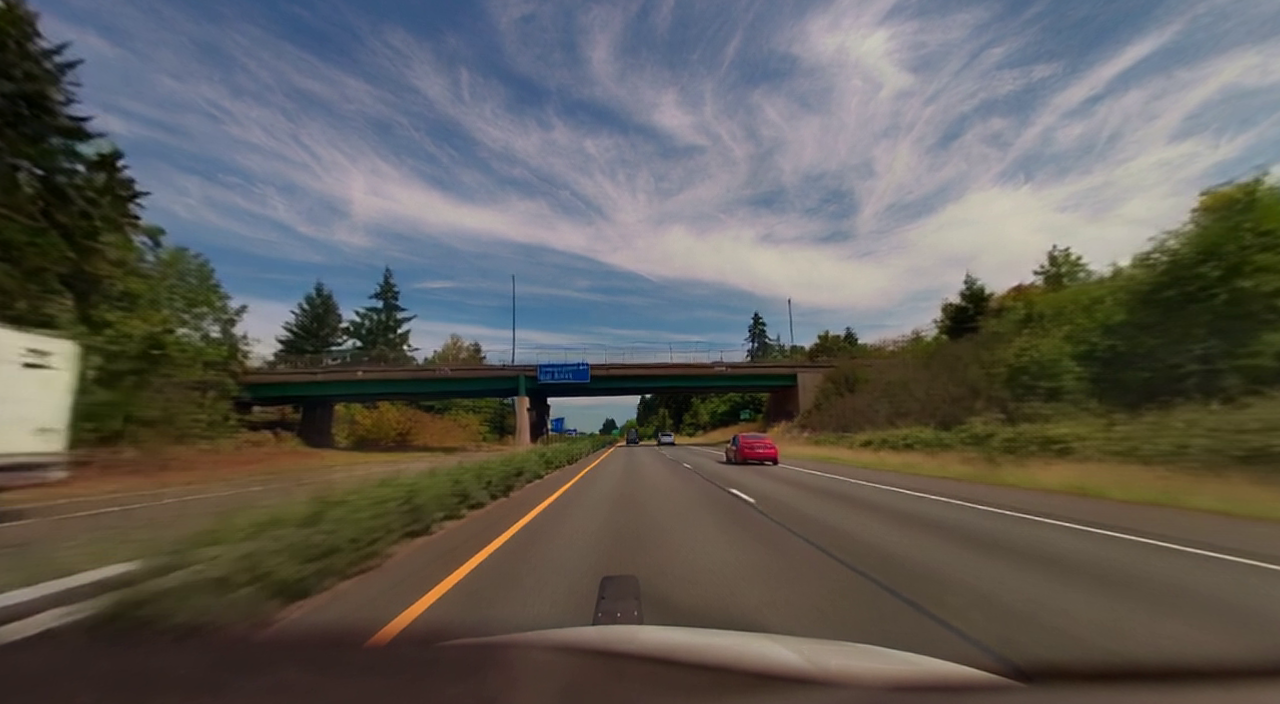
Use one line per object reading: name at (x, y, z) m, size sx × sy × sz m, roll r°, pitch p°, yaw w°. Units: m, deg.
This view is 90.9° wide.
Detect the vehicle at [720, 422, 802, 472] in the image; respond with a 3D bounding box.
vehicle at (4.310, 3.473, 23.165) m, size 2.073 × 1.651 × 4.065 m, roll 0°, pitch -8°, yaw -2°
